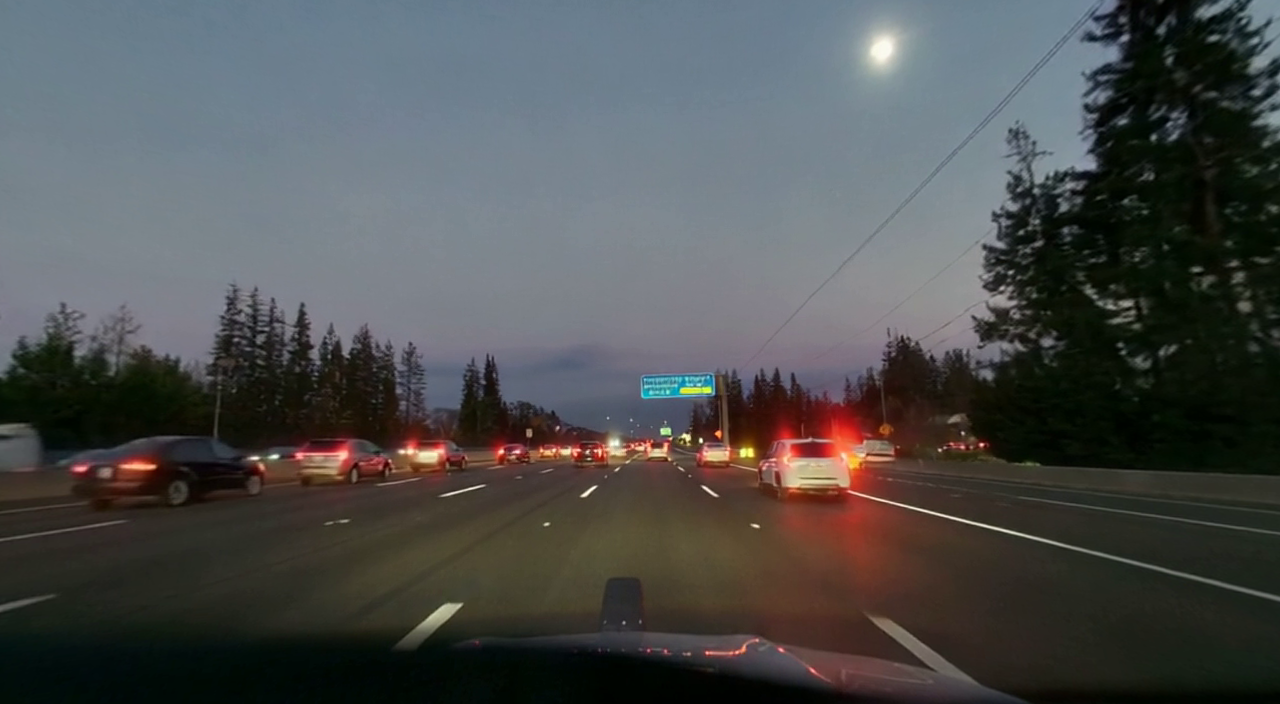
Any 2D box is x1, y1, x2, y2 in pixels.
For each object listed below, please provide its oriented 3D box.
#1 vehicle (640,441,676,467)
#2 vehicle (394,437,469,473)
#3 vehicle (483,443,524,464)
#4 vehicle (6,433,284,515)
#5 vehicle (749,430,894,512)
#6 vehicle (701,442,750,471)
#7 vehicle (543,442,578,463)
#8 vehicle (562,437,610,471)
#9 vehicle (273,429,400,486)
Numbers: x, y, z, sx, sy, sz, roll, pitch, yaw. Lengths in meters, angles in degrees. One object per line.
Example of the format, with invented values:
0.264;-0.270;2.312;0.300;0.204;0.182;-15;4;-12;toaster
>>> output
1.110;6.555;40.822;2.220;1.575;4.332;0;-8;1;vehicle
-10.508;5.235;32.247;2.137;1.690;4.630;0;-8;1;vehicle
-10.101;7.543;47.051;1.926;1.479;4.688;0;-8;2;vehicle
-10.554;2.618;14.148;2.181;1.512;4.889;0;-8;2;vehicle
3.958;2.670;14.653;2.036;1.580;4.360;0;-8;0;vehicle
4.571;5.671;34.544;2.022;1.472;4.678;0;-8;0;vehicle
-6.166;7.831;49.289;2.049;1.544;4.866;0;-8;0;vehicle
-2.915;5.636;35.094;2.133;1.775;4.530;0;-8;2;vehicle
-10.598;3.714;22.511;2.083;1.776;4.721;0;-8;1;vehicle
